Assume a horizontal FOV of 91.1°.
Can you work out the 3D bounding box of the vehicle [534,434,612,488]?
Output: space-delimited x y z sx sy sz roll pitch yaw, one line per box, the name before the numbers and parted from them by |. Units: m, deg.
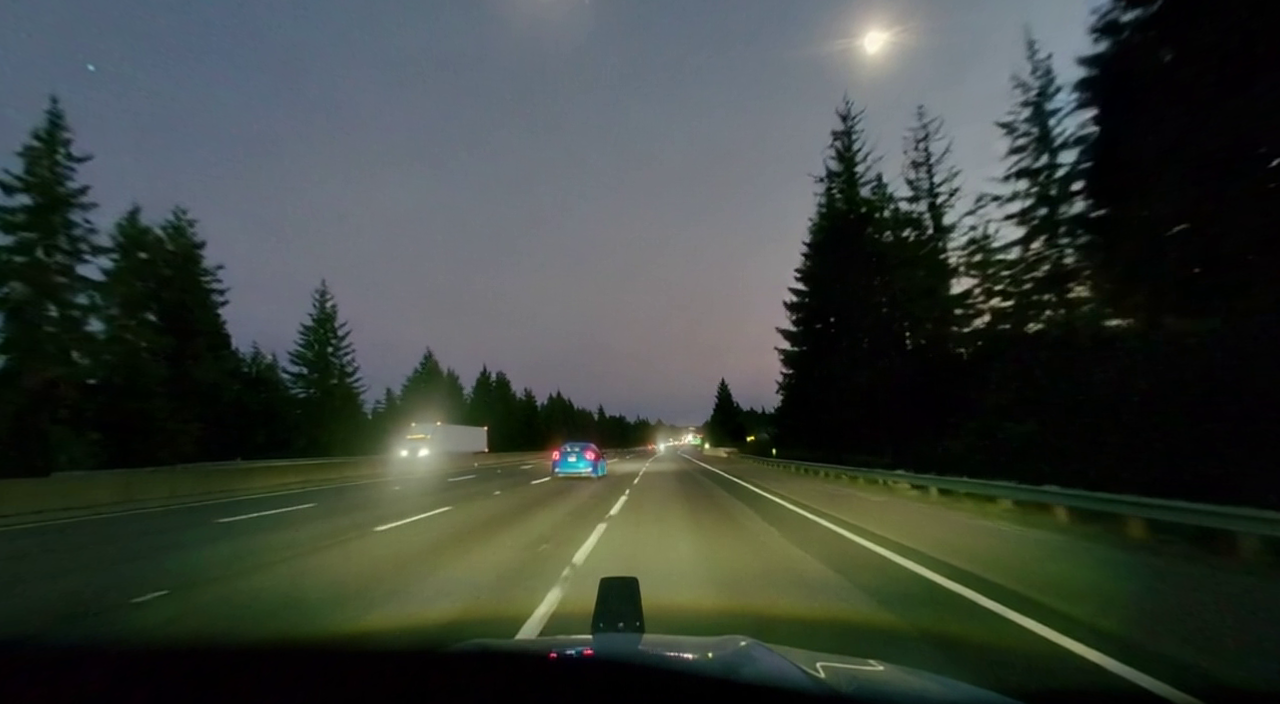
vehicle | -2.235 3.769 22.139 2.133 1.686 4.203 -1 -8 2
